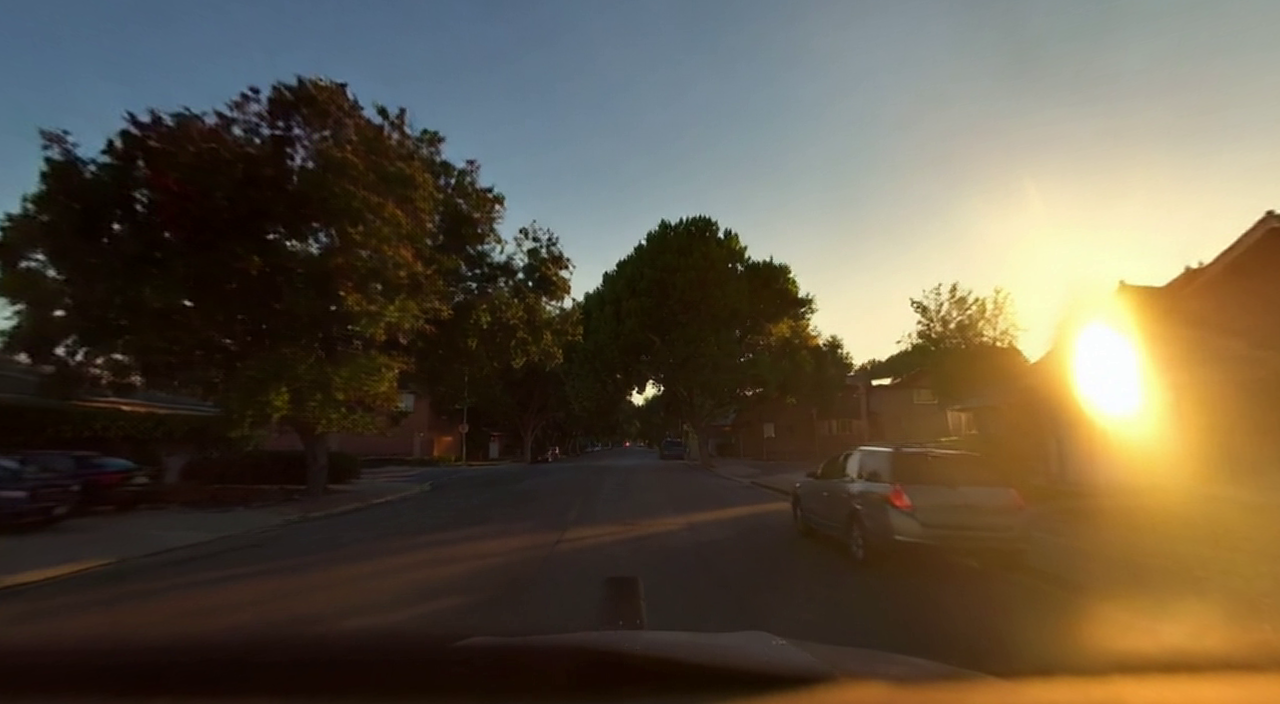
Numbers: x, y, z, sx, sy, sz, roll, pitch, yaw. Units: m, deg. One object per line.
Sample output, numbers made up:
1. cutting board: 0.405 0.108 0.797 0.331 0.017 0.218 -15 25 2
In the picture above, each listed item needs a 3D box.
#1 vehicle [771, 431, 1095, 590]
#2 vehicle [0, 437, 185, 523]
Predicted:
1. vehicle: 3.242 1.812 8.197 1.986 1.476 4.306 0 -8 -2
2. vehicle: -12.365 2.658 13.448 3.972 1.628 1.963 -2 -8 9
